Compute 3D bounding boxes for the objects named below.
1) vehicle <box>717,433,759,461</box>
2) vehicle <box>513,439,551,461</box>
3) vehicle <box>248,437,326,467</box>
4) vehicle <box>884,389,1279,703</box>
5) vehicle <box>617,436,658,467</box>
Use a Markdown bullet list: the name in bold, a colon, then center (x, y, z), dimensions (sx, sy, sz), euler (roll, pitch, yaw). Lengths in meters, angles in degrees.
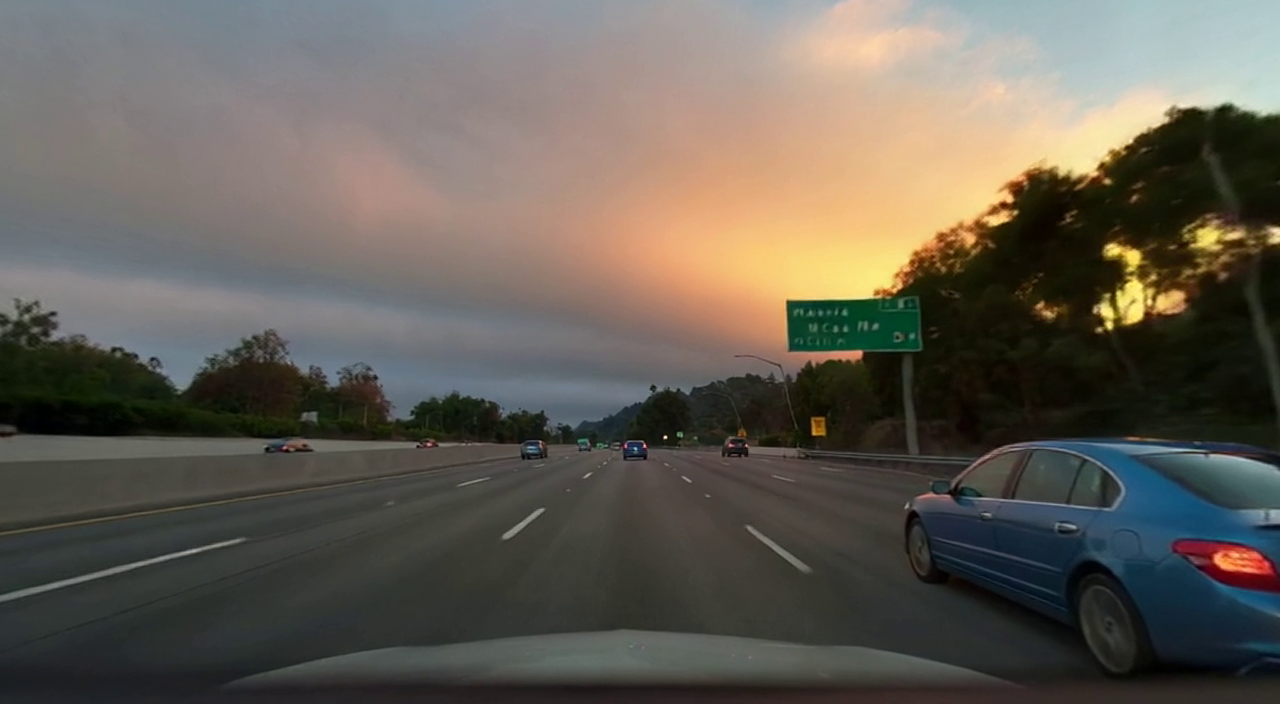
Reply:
- **vehicle**: center (7.072, 6.940, 45.998), dimensions (2.103, 1.898, 5.310), euler (0, -9, -1)
- **vehicle**: center (-8.078, 7.353, 47.683), dimensions (2.028, 1.552, 4.922), euler (0, -8, 0)
- **vehicle**: center (-21.390, 6.087, 38.519), dimensions (2.058, 1.667, 4.623), euler (0, -9, -1)
- **vehicle**: center (3.246, 1.044, 3.233), dimensions (2.072, 1.501, 4.694), euler (0, -9, -1)
- **vehicle**: center (-0.141, 5.560, 35.501), dimensions (2.157, 1.642, 4.189), euler (0, -8, -1)
